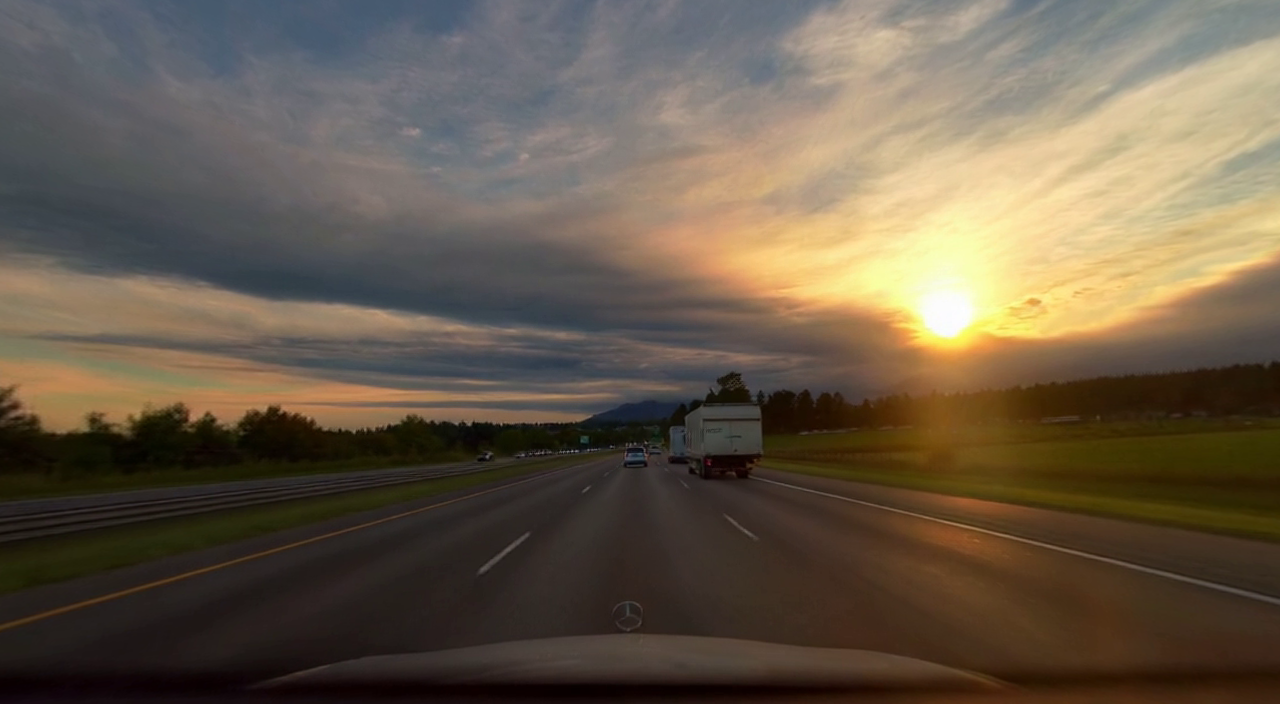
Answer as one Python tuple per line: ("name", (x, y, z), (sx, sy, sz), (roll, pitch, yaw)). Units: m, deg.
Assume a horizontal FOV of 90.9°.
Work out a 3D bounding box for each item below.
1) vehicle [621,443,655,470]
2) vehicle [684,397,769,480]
("vehicle", (-0.120, 6.962, 41.972), (2.151, 1.678, 3.923), (0, -9, 0))
("vehicle", (4.040, 4.391, 31.598), (2.931, 3.530, 8.760), (0, -9, 0))
